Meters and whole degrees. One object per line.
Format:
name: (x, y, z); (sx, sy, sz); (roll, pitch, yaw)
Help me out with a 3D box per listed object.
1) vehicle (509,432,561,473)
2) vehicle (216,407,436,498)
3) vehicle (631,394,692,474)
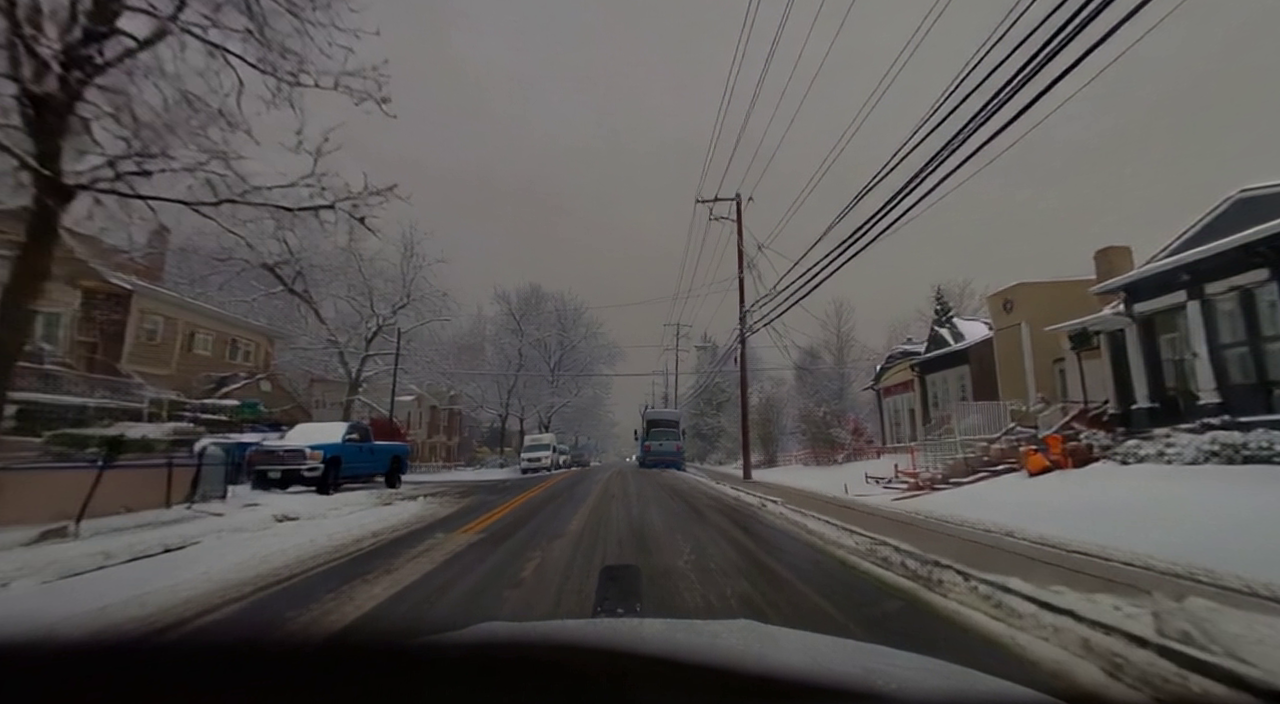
vehicle: (-5.951, 5.693, 36.198); (2.171, 1.910, 4.789); (-1, -5, 1)
vehicle: (-7.575, 2.547, 16.142); (2.238, 1.895, 5.648); (-1, -9, 6)
vehicle: (1.133, 5.107, 36.993); (2.915, 3.793, 9.963); (3, -11, 1)
